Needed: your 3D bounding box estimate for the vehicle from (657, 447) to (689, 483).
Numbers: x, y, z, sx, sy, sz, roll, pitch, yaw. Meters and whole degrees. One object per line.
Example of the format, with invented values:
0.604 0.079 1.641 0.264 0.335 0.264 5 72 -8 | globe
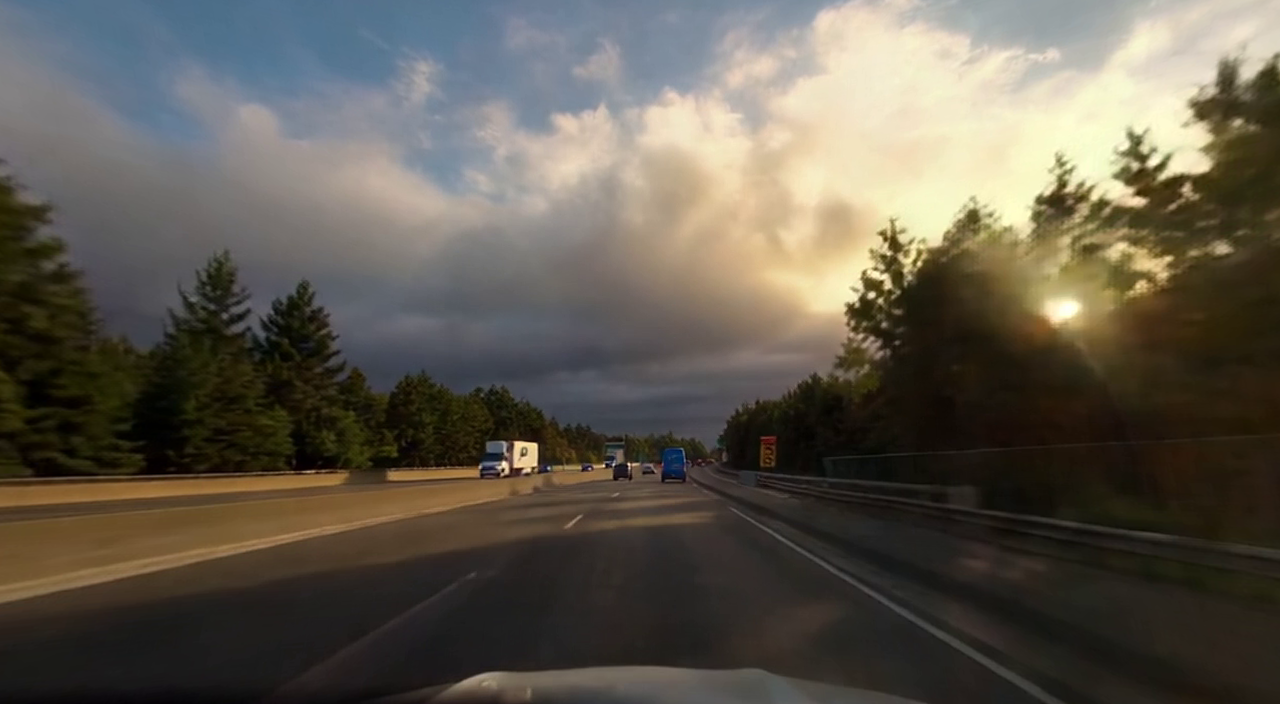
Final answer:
2.603 8.954 49.633 2.366 2.595 5.793 0 -11 2 | vehicle
